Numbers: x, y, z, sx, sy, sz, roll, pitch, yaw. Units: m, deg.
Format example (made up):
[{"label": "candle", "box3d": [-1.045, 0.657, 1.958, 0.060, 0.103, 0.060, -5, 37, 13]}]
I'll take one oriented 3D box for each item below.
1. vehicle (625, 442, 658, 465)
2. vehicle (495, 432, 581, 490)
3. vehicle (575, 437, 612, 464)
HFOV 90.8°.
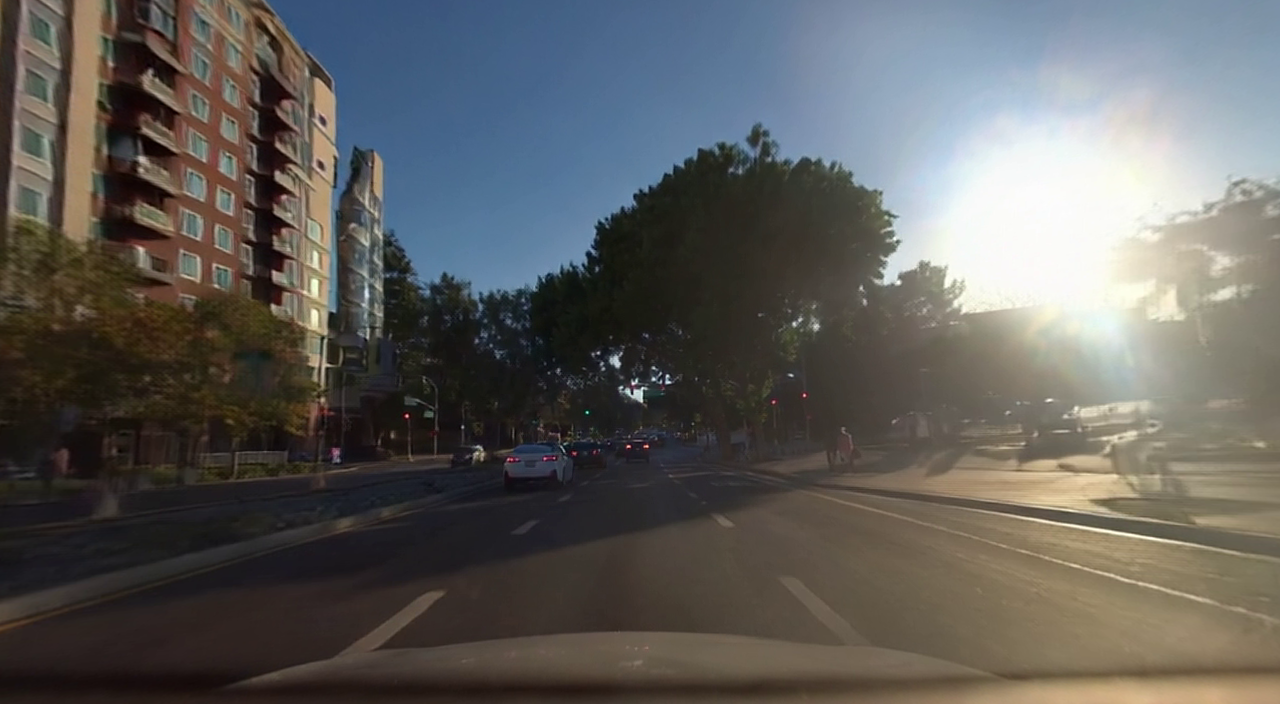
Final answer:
[{"label": "vehicle", "box3d": [0.113, 6.758, 42.062, 2.095, 1.438, 3.843, 0, -8, 0]}, {"label": "vehicle", "box3d": [-3.274, 3.605, 21.212, 2.116, 1.725, 4.315, -1, -9, 1]}, {"label": "vehicle", "box3d": [-3.213, 6.973, 44.790, 2.152, 1.802, 4.628, -1, -8, 1]}]
